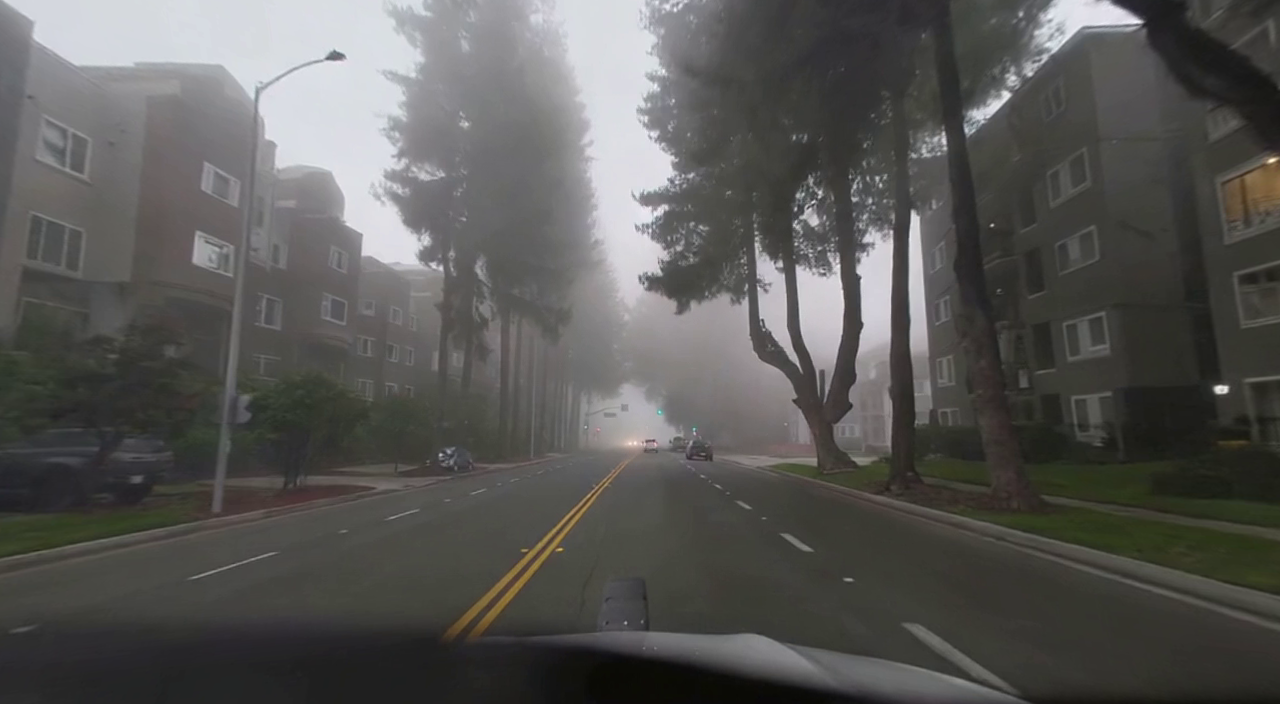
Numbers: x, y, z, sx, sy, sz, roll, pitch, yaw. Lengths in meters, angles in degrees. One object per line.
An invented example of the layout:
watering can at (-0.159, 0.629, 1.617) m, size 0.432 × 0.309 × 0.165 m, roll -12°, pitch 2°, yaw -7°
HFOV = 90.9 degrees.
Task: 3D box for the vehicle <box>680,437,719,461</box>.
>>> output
vehicle at (3.818, 6.343, 41.210) m, size 2.078 × 1.488 × 4.741 m, roll 0°, pitch -8°, yaw -1°

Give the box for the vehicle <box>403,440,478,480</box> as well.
vehicle at (-9.291, 5.014, 29.666) m, size 1.933 × 1.498 × 4.446 m, roll -4°, pitch -7°, yaw 2°

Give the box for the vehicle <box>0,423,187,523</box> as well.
vehicle at (-12.699, 2.450, 13.120) m, size 2.226 × 1.784 × 5.932 m, roll 0°, pitch -9°, yaw -1°
